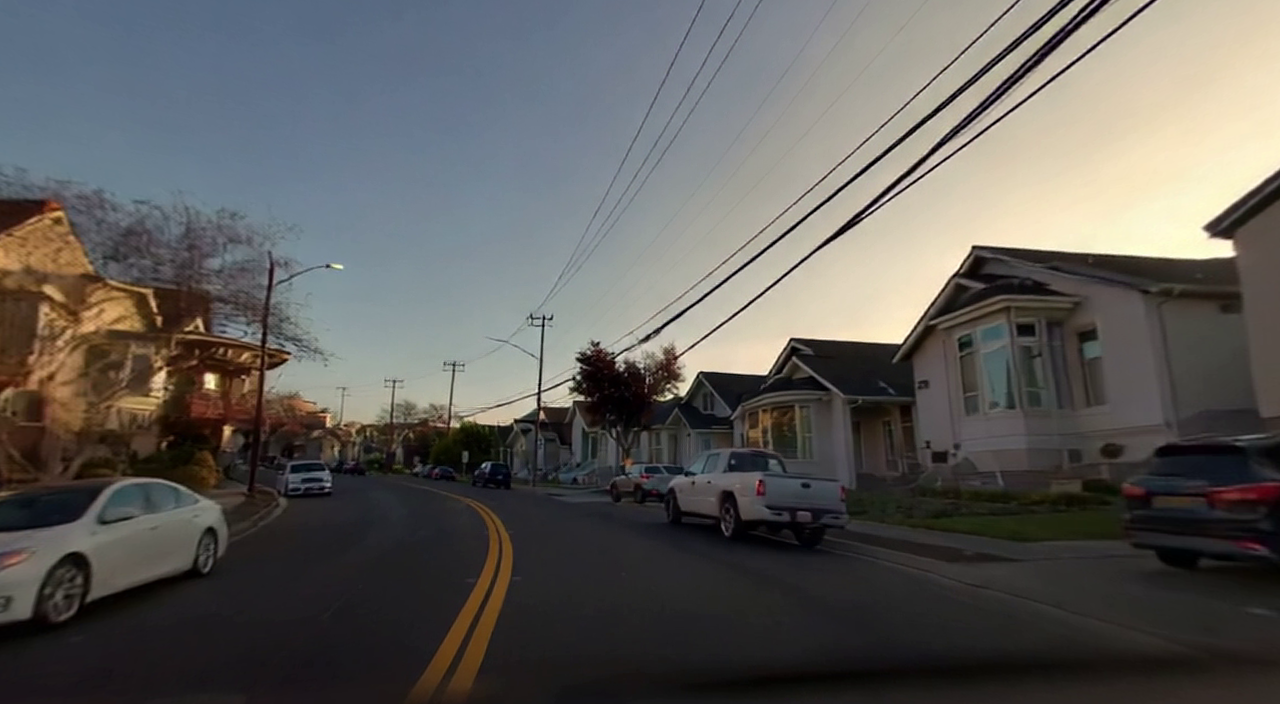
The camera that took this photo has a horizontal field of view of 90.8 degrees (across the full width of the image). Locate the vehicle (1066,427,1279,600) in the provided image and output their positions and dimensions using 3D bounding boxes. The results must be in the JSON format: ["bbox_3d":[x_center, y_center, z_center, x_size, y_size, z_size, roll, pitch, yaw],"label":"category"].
[{"bbox_3d":[8.280,1.871,7.994,4.386,1.734,2.199,2,-9,-11],"label":"vehicle"}]

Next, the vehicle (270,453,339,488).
[{"bbox_3d":[-15.558,5.407,29.182,1.930,1.451,4.338,7,-11,-38],"label":"vehicle"}]

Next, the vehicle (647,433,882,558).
[{"bbox_3d":[2.139,2.755,12.921,2.449,1.869,5.504,7,-10,-15],"label":"vehicle"}]

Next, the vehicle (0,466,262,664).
[{"bbox_3d":[-6.541,2.099,7.145,2.197,1.462,4.524,1,-9,-8],"label":"vehicle"}]

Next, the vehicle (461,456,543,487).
[{"bbox_3d":[-10.230,8.902,46.958,5.523,2.018,2.216,9,-18,-38],"label":"vehicle"}]
